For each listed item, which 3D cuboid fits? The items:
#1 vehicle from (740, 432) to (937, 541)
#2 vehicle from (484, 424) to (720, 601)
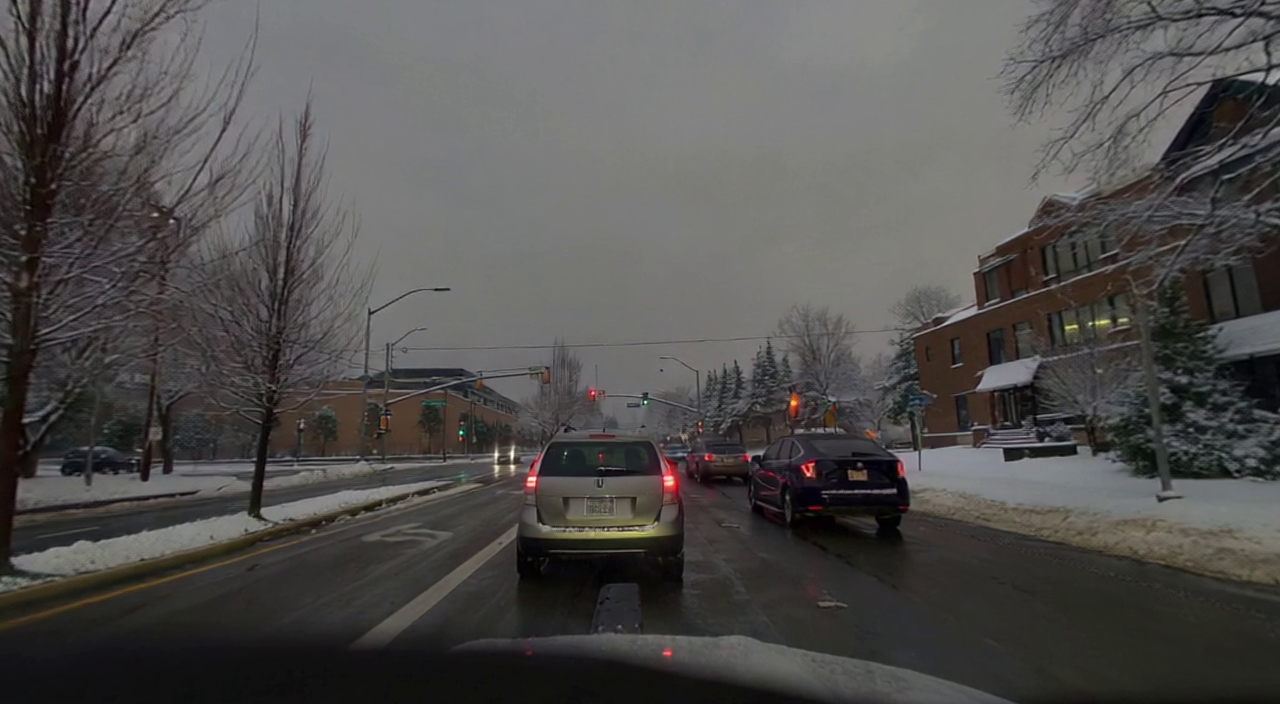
[{"bbox_3d":[3.096,2.189,10.955,1.910,1.474,4.263,0,-9,-2],"label":"vehicle"},{"bbox_3d":[-0.347,1.643,7.243,2.006,1.487,3.535,0,-9,-1],"label":"vehicle"}]
